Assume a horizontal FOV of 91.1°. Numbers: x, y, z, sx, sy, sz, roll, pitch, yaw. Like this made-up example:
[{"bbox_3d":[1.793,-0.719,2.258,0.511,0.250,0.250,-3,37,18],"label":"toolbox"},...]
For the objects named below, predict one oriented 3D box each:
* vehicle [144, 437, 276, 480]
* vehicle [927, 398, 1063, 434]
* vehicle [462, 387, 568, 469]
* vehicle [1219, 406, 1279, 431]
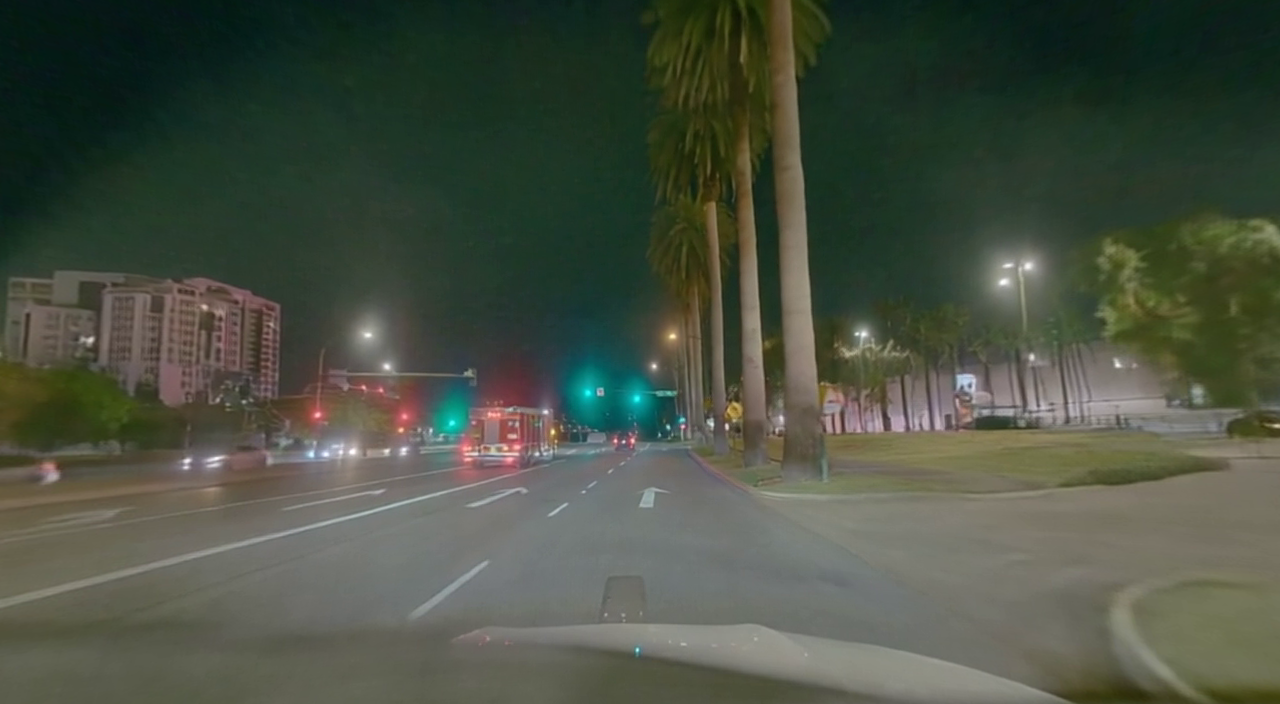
[{"bbox_3d":[-21.770,5.409,32.216,2.460,1.958,5.843,0,-8,2],"label":"vehicle"},{"bbox_3d":[15.331,2.810,27.330,4.663,1.457,2.045,0,-7,2],"label":"vehicle"},{"bbox_3d":[-6.385,4.308,34.577,3.008,3.730,11.786,0,-8,2],"label":"vehicle"},{"bbox_3d":[42.566,4.527,42.486,4.671,1.641,1.900,-1,-8,3],"label":"vehicle"}]
